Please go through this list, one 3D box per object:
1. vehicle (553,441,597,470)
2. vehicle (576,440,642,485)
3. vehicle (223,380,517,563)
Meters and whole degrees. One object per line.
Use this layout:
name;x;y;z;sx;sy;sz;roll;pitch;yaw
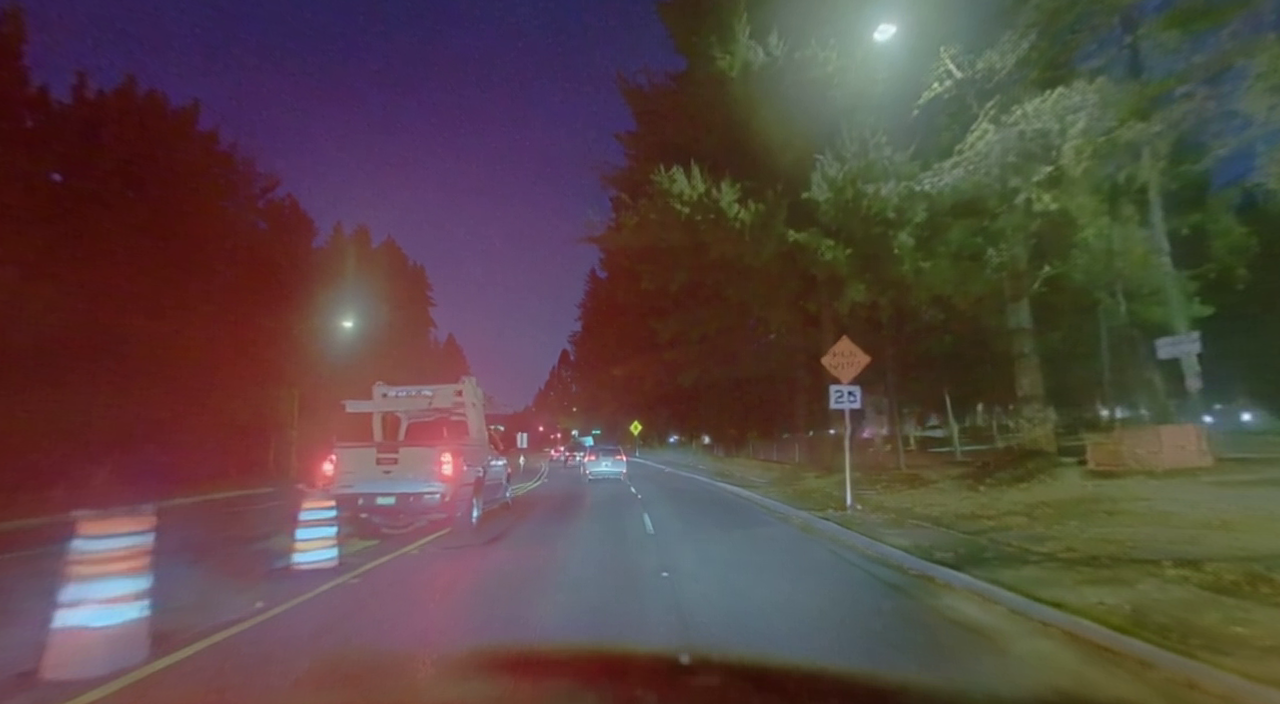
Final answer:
vehicle;-3.772;5.865;35.872;2.014;1.510;3.841;2;-9;-13
vehicle;-1.254;4.031;23.393;2.186;1.463;4.356;1;-9;-6
vehicle;-3.668;1.814;10.365;2.671;2.053;6.074;1;-9;-6
